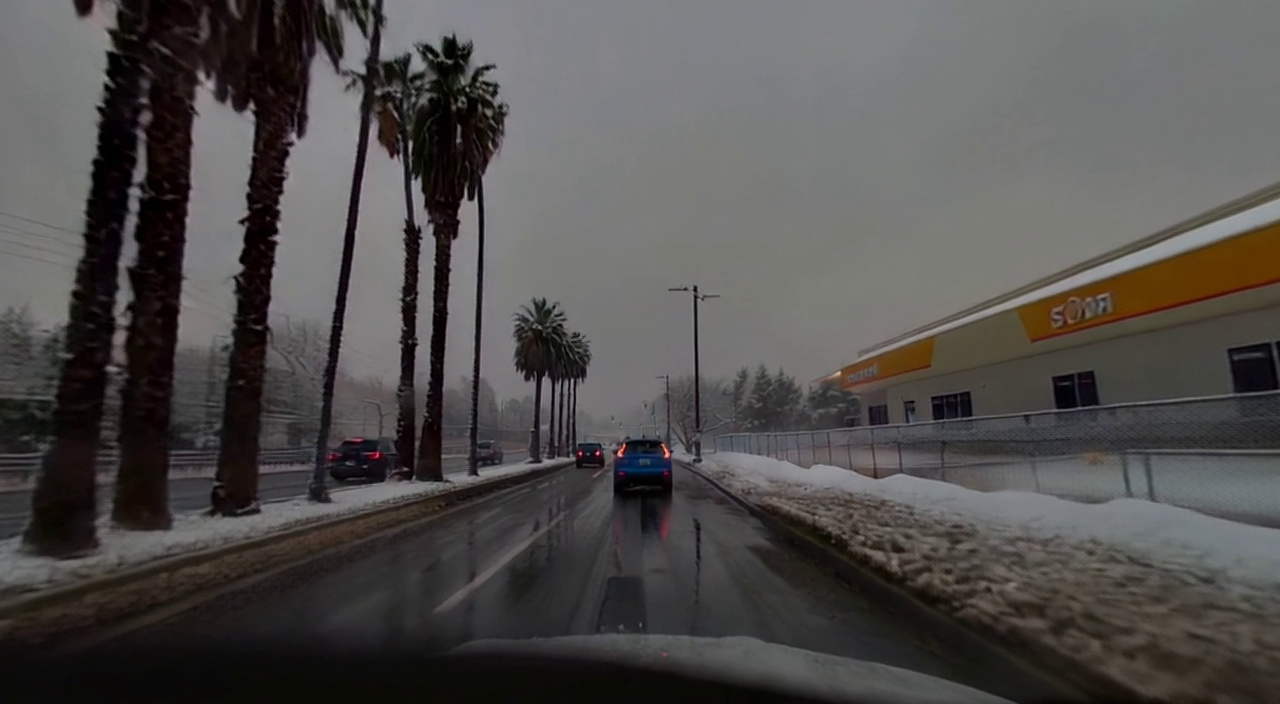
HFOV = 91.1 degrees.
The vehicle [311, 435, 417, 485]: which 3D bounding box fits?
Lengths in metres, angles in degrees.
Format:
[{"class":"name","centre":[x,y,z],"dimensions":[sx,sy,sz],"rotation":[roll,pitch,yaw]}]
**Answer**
[{"class":"vehicle","centre":[-10.405,4.094,24.069],"dimensions":[1.965,1.743,4.327],"rotation":[0,-9,1]}]

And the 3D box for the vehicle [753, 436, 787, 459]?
[{"class":"vehicle","centre":[8.508,6.215,40.775],"dimensions":[1.837,1.416,3.947],"rotation":[-2,-9,15]}]

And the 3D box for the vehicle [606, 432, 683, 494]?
[{"class":"vehicle","centre":[0.181,3.369,19.400],"dimensions":[2.121,1.710,3.893],"rotation":[0,-8,2]}]

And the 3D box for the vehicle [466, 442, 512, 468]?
[{"class":"vehicle","centre":[-10.476,7.172,43.929],"dimensions":[1.998,1.731,4.952],"rotation":[0,-8,0]}]

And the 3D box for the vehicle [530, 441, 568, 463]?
[{"class":"vehicle","centre":[-6.862,7.598,47.860],"dimensions":[2.099,1.608,4.420],"rotation":[0,-8,1]}]
